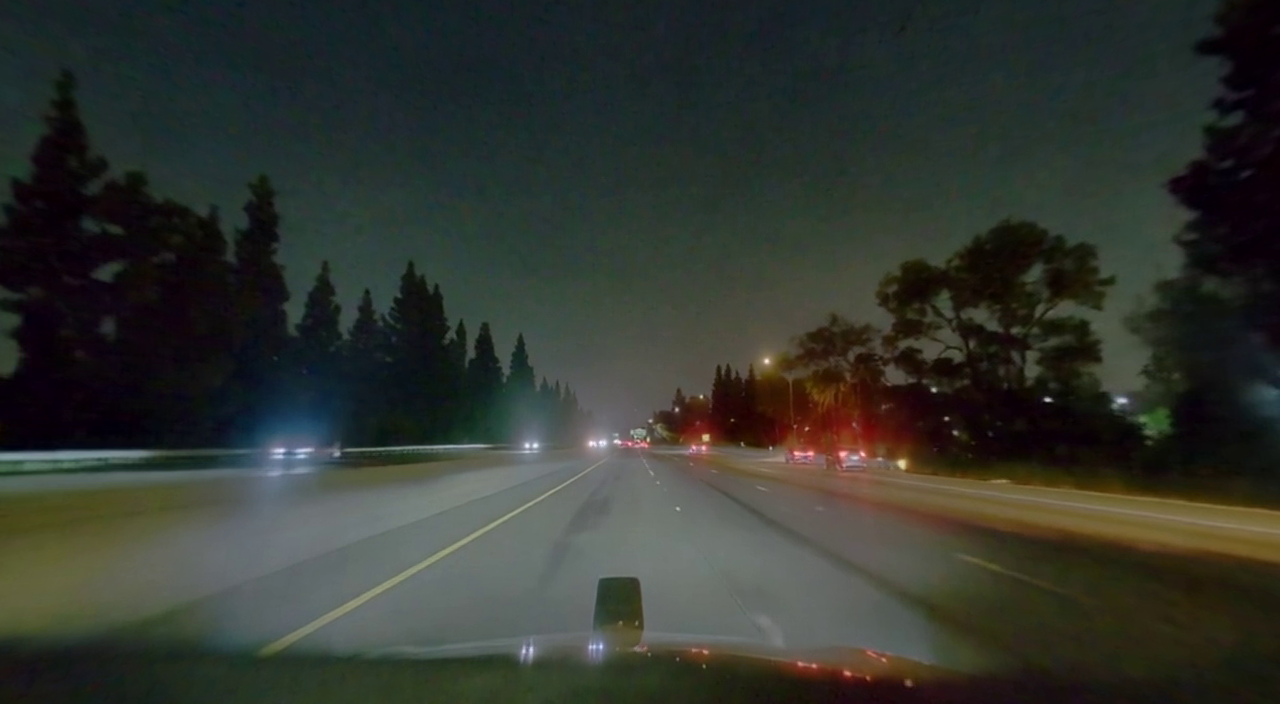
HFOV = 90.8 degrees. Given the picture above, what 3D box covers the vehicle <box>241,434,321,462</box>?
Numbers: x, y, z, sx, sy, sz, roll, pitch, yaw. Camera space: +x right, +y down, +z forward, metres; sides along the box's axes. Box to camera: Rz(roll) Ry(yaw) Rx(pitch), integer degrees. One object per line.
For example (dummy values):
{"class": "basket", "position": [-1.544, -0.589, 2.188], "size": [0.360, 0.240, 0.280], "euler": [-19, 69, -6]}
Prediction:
{"class": "vehicle", "position": [-20.221, 5.435, 35.804], "size": [1.917, 1.503, 4.480], "euler": [0, -8, 0]}
